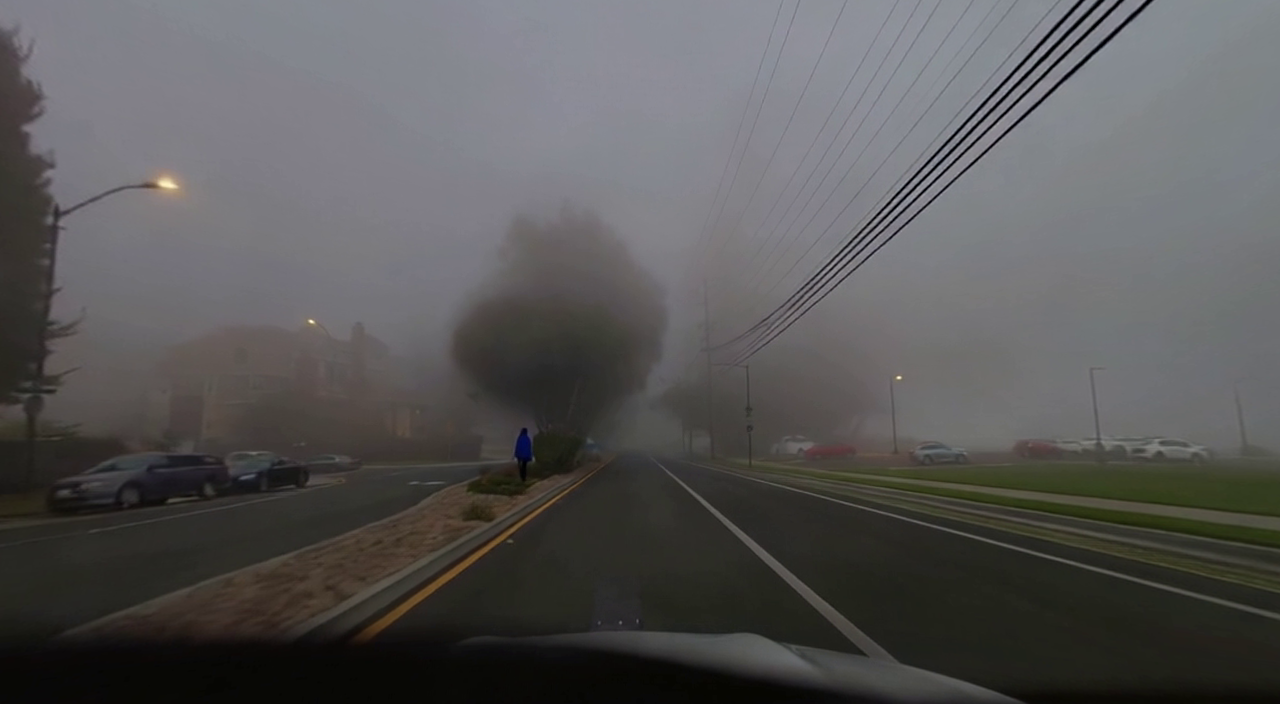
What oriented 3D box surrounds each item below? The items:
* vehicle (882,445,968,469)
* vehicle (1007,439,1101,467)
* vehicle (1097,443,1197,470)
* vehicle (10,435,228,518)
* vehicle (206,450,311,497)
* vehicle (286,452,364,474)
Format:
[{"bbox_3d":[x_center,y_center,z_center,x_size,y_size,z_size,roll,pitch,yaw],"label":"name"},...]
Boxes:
[{"bbox_3d":[17.473,6.470,38.896,4.246,1.427,2.055,0,-9,0],"label":"vehicle"},{"bbox_3d":[31.318,7.623,48.011,2.206,1.971,5.600,3,-9,-20],"label":"vehicle"},{"bbox_3d":[33.127,6.811,41.449,1.974,1.647,4.721,2,-9,-15],"label":"vehicle"},{"bbox_3d":[-15.059,3.572,18.782,2.298,1.979,4.920,-3,-9,0],"label":"vehicle"},{"bbox_3d":[-15.453,4.897,25.908,2.106,1.517,4.632,-3,-8,-10],"label":"vehicle"},{"bbox_3d":[-21.865,7.698,44.017,4.354,1.450,2.043,2,-9,-10],"label":"vehicle"}]
